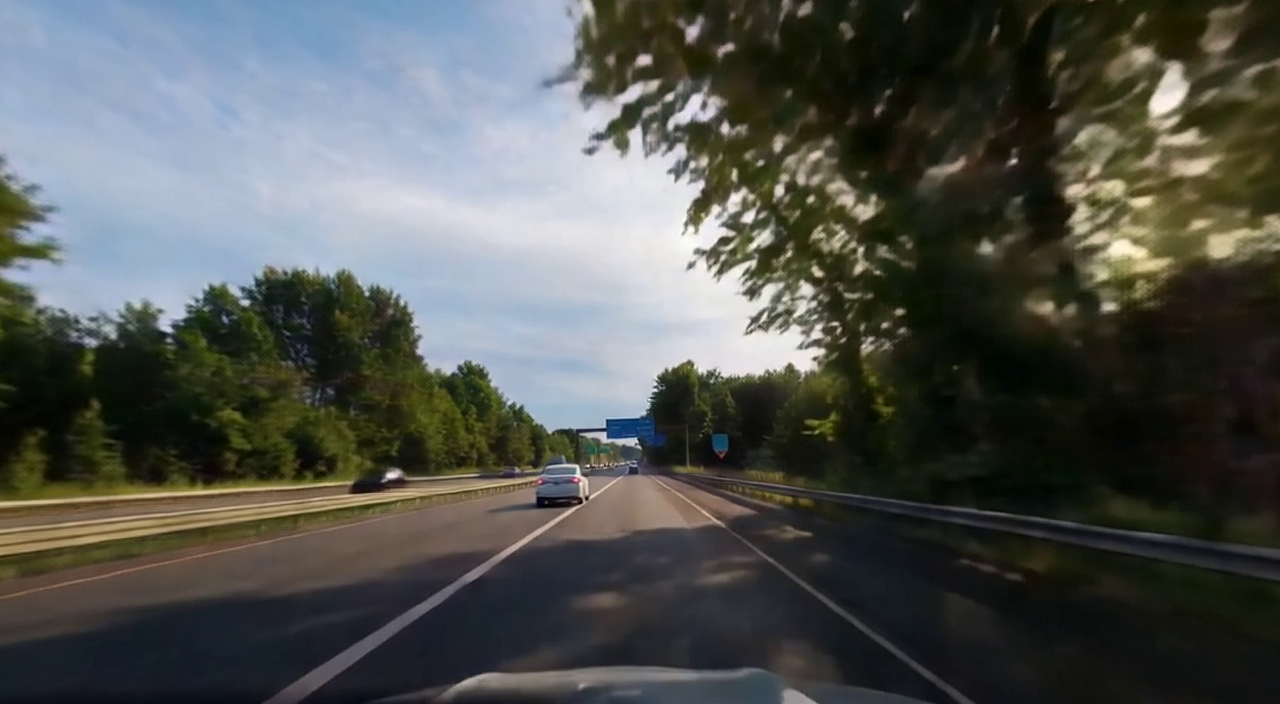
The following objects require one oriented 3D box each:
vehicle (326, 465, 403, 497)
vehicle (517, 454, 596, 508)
[{"bbox_3d":[-13.431,6.323,31.039,1.855,1.422,4.377,1,-10,-1],"label":"vehicle"},{"bbox_3d":[-2.800,4.459,22.053,2.104,1.655,4.039,0,-10,1],"label":"vehicle"}]
